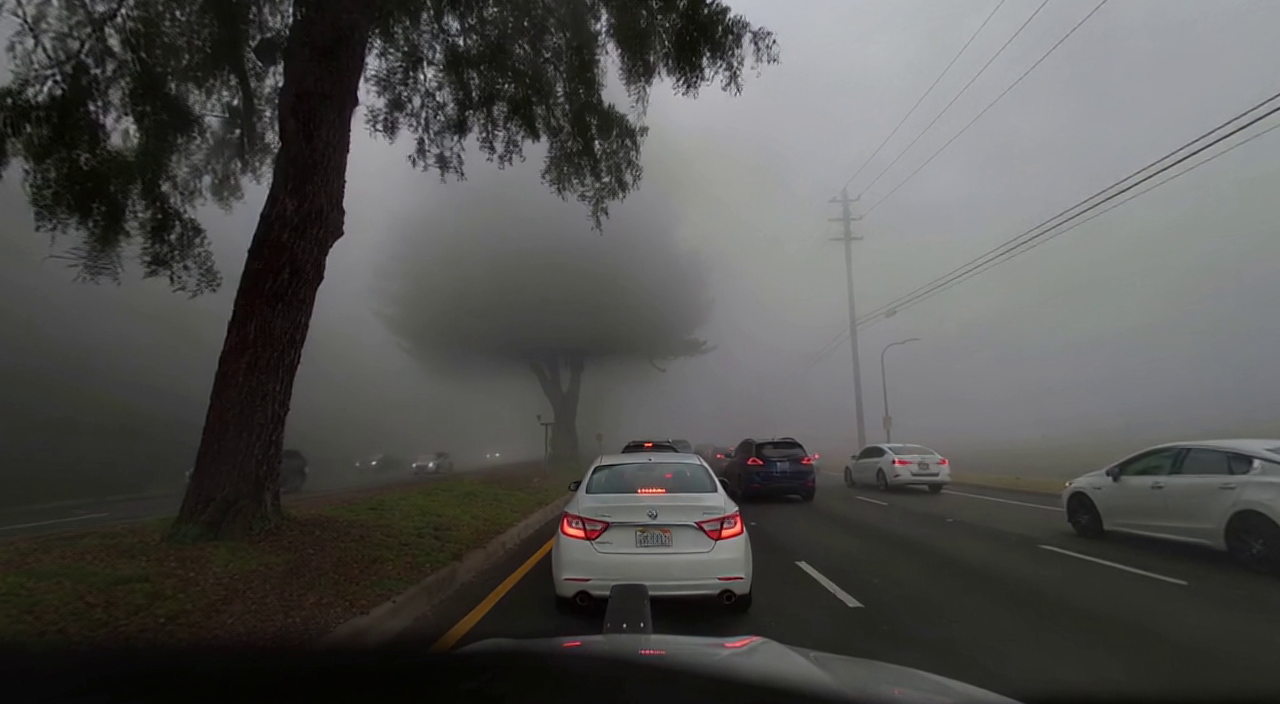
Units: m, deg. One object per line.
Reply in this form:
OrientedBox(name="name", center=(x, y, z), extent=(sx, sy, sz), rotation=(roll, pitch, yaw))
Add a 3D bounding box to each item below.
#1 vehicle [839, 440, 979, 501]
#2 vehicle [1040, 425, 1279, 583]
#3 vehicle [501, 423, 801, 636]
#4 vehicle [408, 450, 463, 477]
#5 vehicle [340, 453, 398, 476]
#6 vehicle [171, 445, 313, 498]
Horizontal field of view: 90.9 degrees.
OrientedBox(name="vehicle", center=(7.265, 3.206, 17.620), extent=(1.899, 1.458, 4.499), rotation=(0, -8, 0))
OrientedBox(name="vehicle", center=(6.995, 1.629, 7.273), extent=(1.850, 1.480, 4.474), rotation=(0, -8, 1))
OrientedBox(name="vehicle", center=(0.066, 1.539, 6.480), extent=(2.108, 1.479, 3.935), rotation=(0, -8, 0))
OrientedBox(name="vehicle", center=(-12.005, 6.545, 37.268), extent=(1.804, 1.430, 4.456), rotation=(0, -8, 0))
OrientedBox(name="vehicle", center=(-18.808, 7.807, 44.018), extent=(1.884, 1.466, 4.821), rotation=(0, -8, 0))
OrientedBox(name="vehicle", center=(-15.336, 4.566, 24.775), extent=(2.056, 1.809, 5.354), rotation=(0, -8, 0))
